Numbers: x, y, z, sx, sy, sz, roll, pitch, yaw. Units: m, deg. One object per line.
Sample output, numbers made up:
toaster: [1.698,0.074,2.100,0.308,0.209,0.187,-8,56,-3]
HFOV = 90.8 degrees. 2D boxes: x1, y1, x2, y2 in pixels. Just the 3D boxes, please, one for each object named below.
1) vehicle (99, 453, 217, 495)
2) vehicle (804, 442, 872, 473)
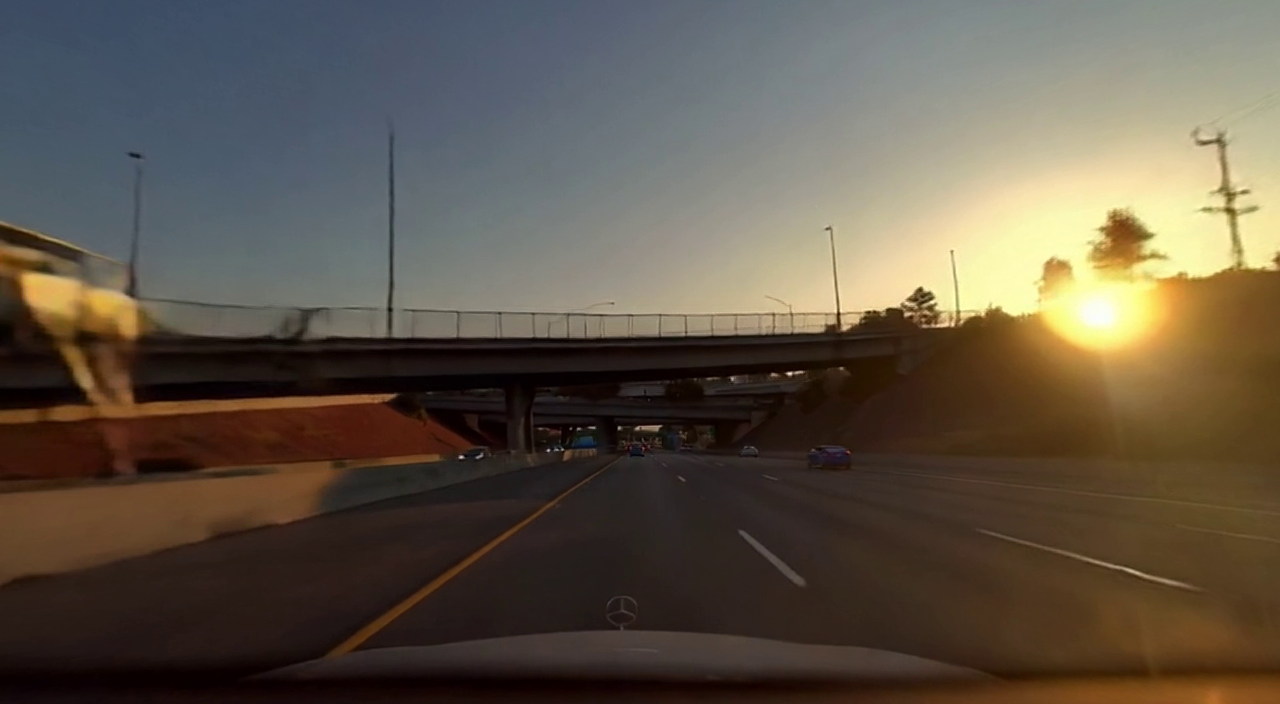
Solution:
vehicle: [-21.163,5.332,27.953,2.183,1.644,3.774,0,-8,0]
vehicle: [10.636,5.691,34.345,2.024,1.481,4.747,1,-8,-1]
